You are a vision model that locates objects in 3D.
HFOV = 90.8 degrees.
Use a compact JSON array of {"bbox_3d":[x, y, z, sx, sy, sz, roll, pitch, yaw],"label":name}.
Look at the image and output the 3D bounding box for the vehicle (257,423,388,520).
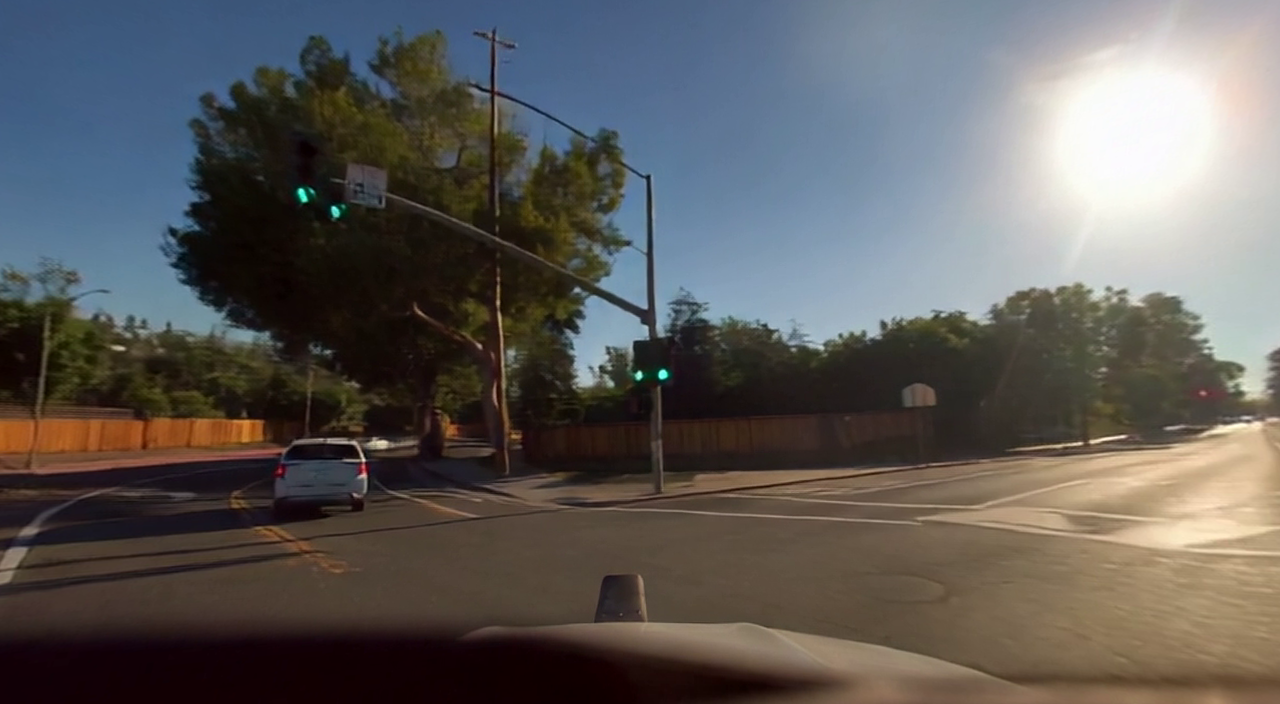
[{"bbox_3d":[-7.320,2.633,14.637,2.230,1.827,4.580,4,-9,-27],"label":"vehicle"}]
